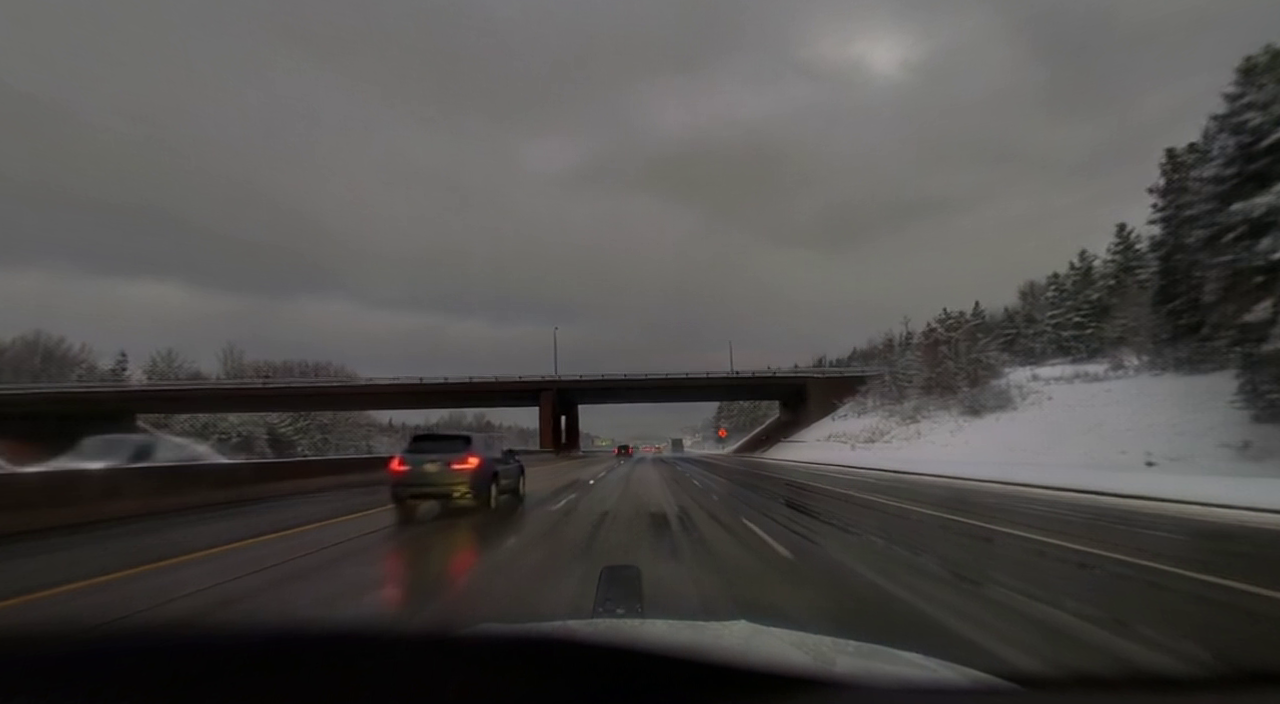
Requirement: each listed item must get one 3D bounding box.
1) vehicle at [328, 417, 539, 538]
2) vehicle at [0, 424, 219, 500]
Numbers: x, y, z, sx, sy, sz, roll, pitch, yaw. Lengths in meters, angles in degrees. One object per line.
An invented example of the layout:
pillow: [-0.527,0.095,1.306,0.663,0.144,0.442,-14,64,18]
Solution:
vehicle: [-3.356,2.166,11.436,2.181,1.730,4.517,0,-9,1]
vehicle: [-14.900,3.089,18.027,2.078,1.841,5.188,0,-9,1]
